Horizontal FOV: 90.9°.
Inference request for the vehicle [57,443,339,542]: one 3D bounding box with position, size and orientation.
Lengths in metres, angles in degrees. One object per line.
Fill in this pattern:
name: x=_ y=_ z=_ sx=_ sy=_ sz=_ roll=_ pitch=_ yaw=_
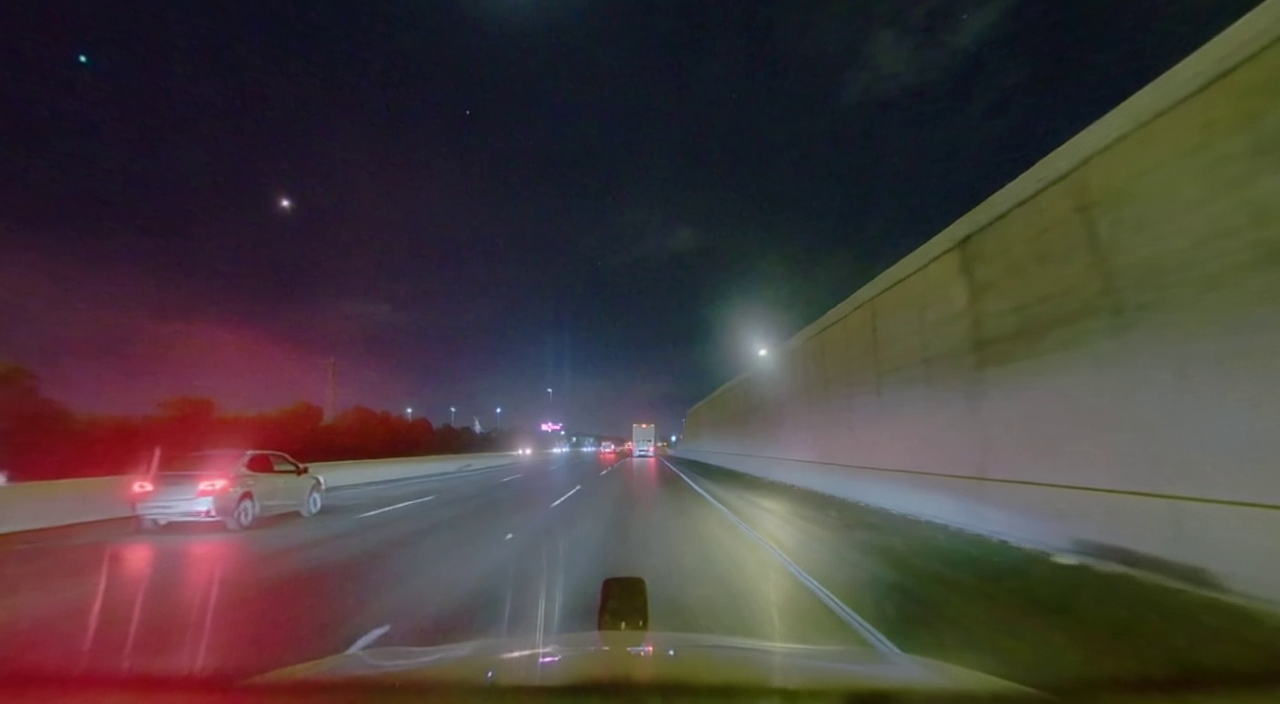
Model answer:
vehicle: x=-7.768 y=2.450 z=11.814 sx=1.979 sy=1.470 sz=4.485 roll=0 pitch=-8 yaw=1
